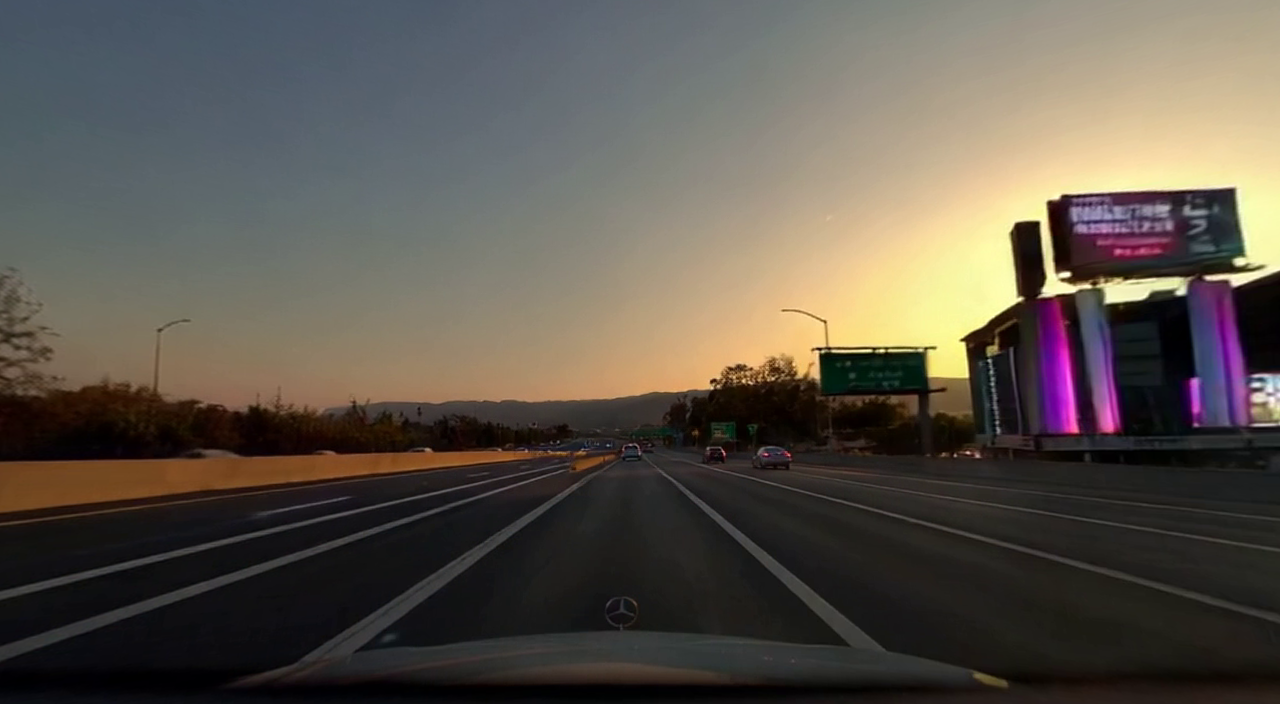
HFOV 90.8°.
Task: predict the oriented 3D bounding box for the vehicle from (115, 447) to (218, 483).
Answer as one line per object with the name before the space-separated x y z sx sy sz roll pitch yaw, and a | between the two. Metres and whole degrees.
vehicle | -23.241 5.510 31.256 1.825 1.553 4.332 0 -8 -2

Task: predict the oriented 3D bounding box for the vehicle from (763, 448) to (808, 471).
vehicle | 10.022 7.415 43.842 1.953 1.473 4.512 0 -9 -2
